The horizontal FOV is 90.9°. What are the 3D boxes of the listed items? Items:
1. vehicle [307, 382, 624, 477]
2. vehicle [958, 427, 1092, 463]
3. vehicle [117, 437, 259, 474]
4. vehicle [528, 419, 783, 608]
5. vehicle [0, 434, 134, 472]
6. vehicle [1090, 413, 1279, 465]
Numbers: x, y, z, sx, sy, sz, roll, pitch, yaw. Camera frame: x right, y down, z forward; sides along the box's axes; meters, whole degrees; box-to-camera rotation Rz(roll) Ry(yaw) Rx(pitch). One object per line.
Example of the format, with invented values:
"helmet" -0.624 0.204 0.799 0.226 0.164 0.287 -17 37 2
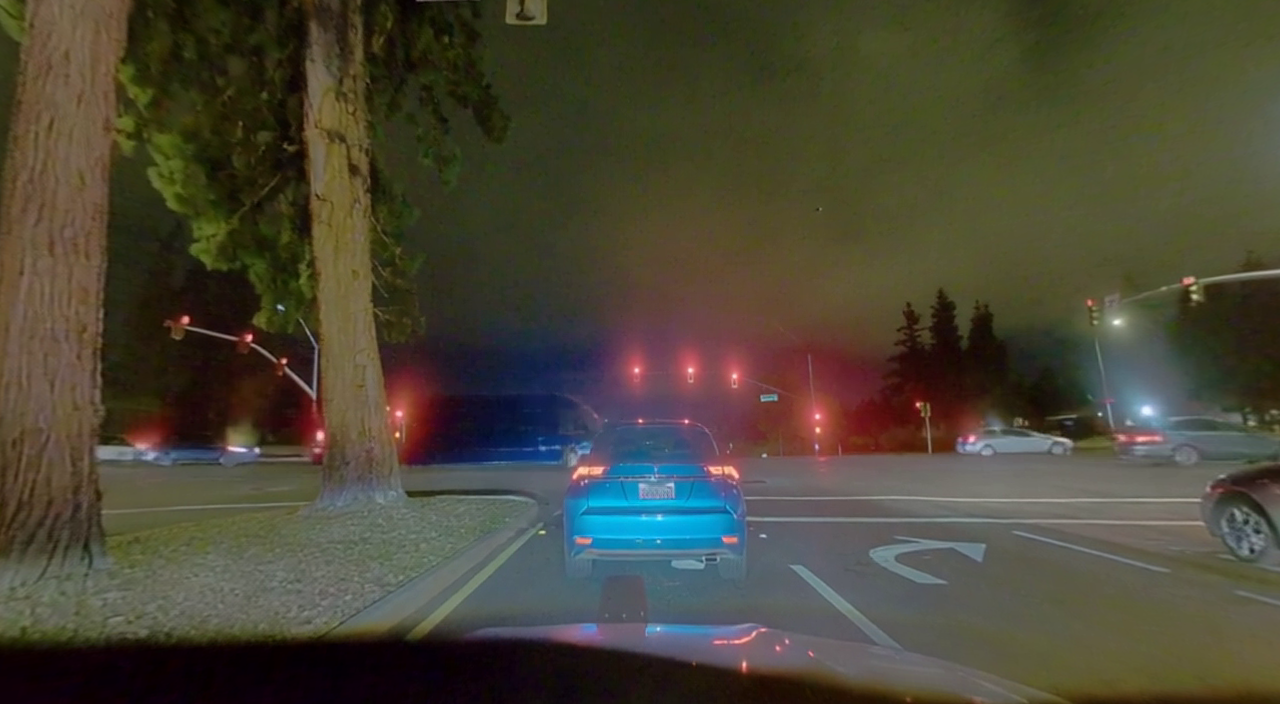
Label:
"vehicle" -5.930 2.832 22.812 10.544 3.126 2.909 0 -8 1
"vehicle" 16.036 3.904 26.437 4.399 1.445 1.769 0 -9 0
"vehicle" -18.978 4.347 26.620 4.517 1.471 1.854 0 -8 0
"vehicle" 0.081 1.576 7.033 2.041 1.485 3.813 0 -8 -1
"vehicle" -27.268 4.811 30.111 4.450 1.684 1.894 0 -8 -1
"vehicle" 19.484 3.142 22.713 4.921 1.757 2.036 0 -8 1
